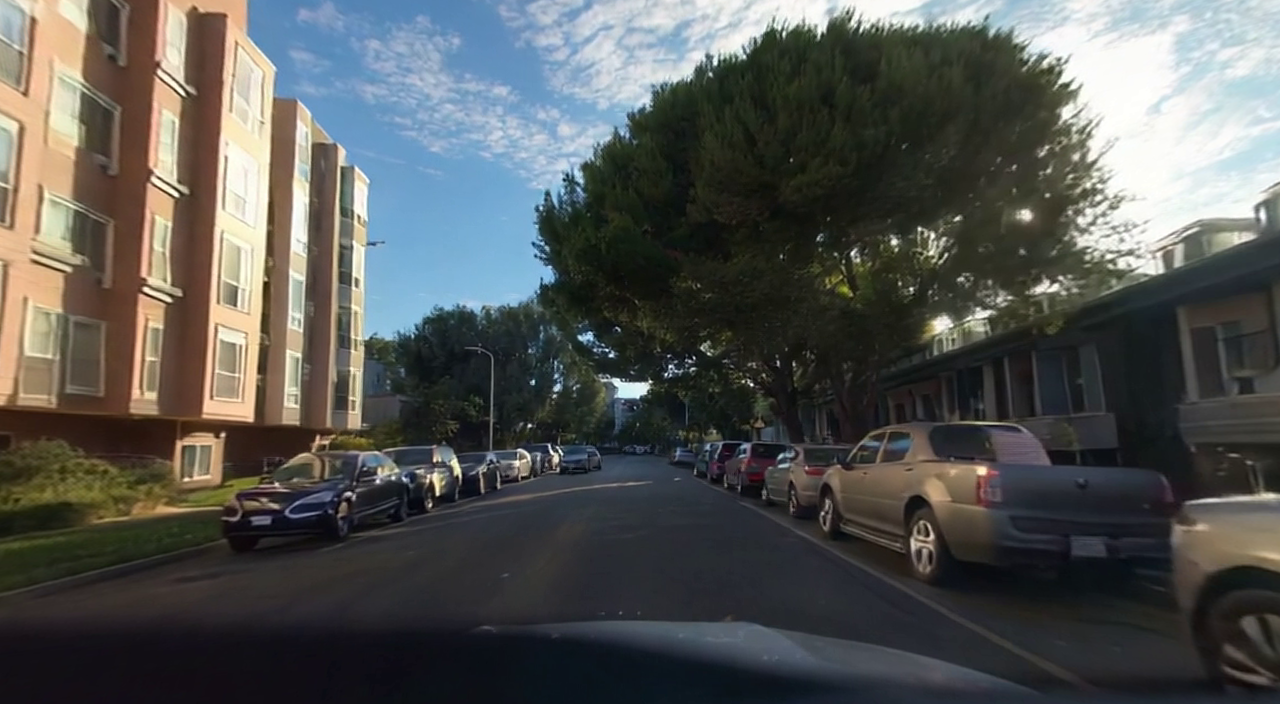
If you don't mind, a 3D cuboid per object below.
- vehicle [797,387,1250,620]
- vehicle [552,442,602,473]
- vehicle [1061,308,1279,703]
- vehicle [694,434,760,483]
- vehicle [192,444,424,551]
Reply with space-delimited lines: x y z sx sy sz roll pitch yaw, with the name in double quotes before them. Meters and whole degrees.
"vehicle" 3.501 1.492 7.264 1.972 1.725 4.956 0 -8 -2
"vehicle" -3.205 5.457 32.850 1.939 1.504 4.121 -1 -8 3
"vehicle" 3.393 0.547 1.079 1.835 1.809 4.997 0 -8 -1
"vehicle" 3.288 4.117 24.710 1.797 1.717 4.384 0 -8 -2
"vehicle" -5.466 2.392 11.203 1.647 1.481 4.433 0 -8 1
